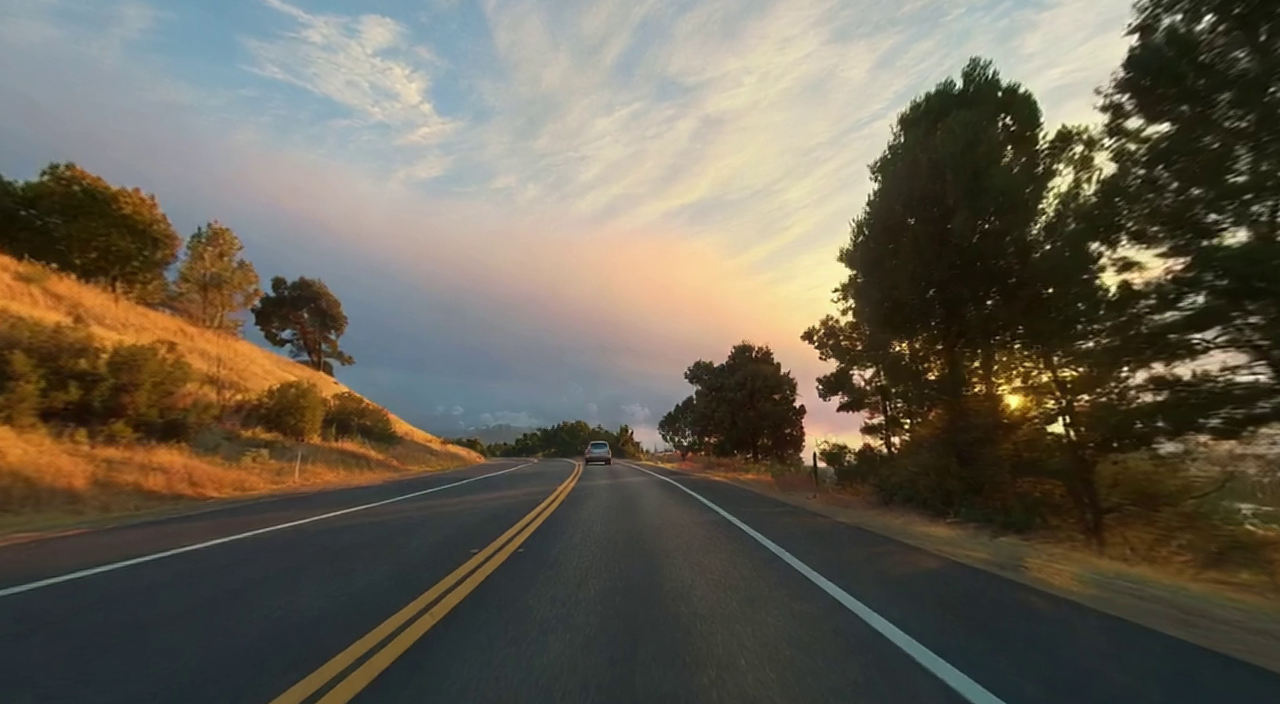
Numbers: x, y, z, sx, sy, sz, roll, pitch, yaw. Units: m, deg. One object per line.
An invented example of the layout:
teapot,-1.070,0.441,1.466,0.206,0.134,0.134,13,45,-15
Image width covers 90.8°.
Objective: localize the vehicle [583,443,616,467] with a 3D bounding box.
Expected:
vehicle,-3.154,7.898,48.496,2.195,1.749,4.260,1,-9,-7
